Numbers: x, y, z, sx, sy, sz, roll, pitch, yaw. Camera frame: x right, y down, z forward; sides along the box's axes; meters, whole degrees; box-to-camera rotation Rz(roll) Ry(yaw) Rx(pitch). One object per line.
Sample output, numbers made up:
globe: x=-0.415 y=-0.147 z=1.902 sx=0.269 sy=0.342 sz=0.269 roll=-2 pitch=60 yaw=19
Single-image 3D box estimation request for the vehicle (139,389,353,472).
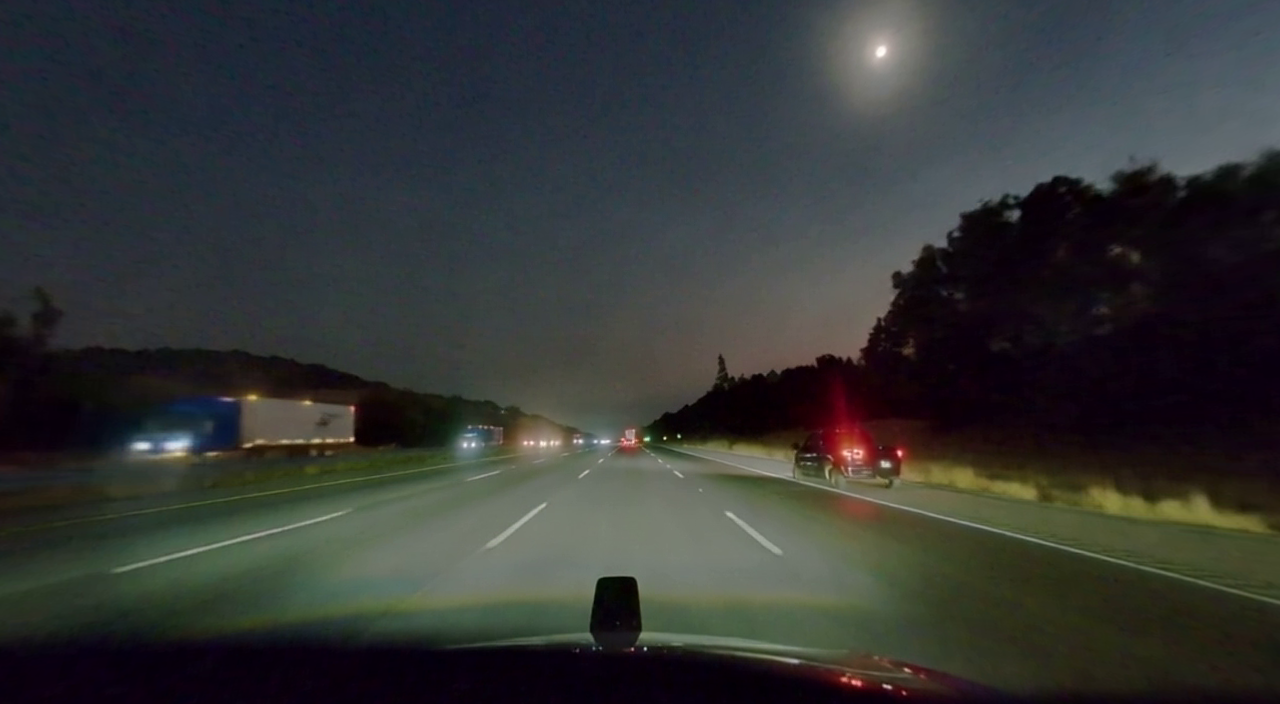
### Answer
vehicle: x=-23.566 y=5.049 z=39.853 sx=3.224 sy=4.158 sz=16.324 roll=0 pitch=-8 yaw=0
